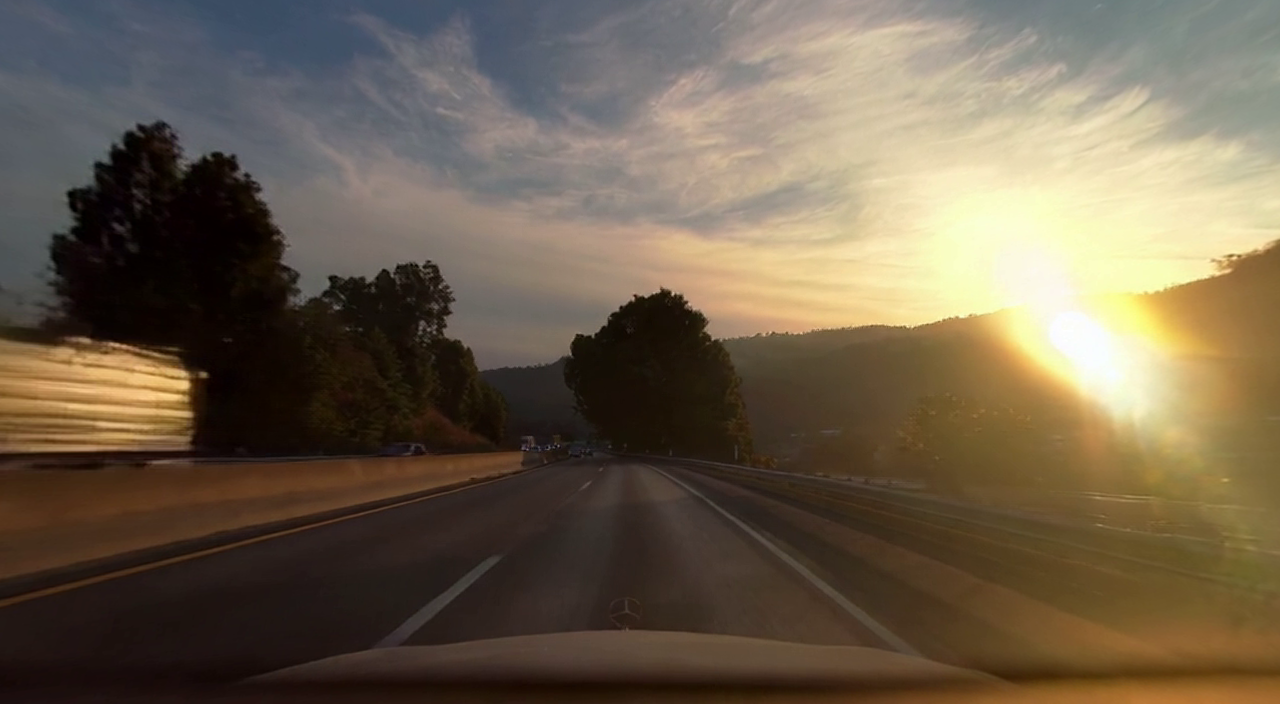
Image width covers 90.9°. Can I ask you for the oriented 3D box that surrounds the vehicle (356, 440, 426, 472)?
[{"bbox_3d":[-12.818,5.366,32.701,2.167,1.558,3.727,0,-9,-2],"label":"vehicle"}]
